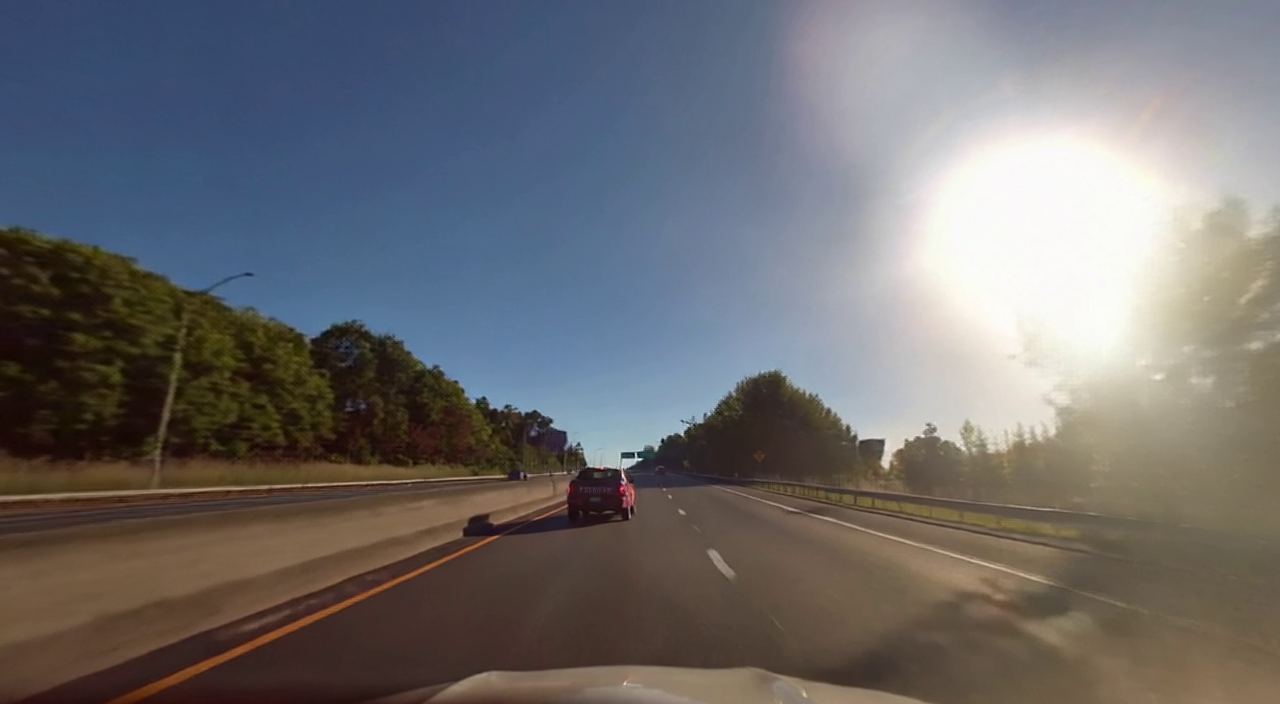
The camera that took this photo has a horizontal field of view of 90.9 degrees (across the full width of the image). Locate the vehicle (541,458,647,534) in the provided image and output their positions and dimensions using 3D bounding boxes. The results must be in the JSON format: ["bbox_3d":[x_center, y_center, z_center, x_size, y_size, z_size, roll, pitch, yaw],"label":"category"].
[{"bbox_3d":[-0.920,3.446,15.631,2.135,1.506,5.041,1,-10,1],"label":"vehicle"}]
